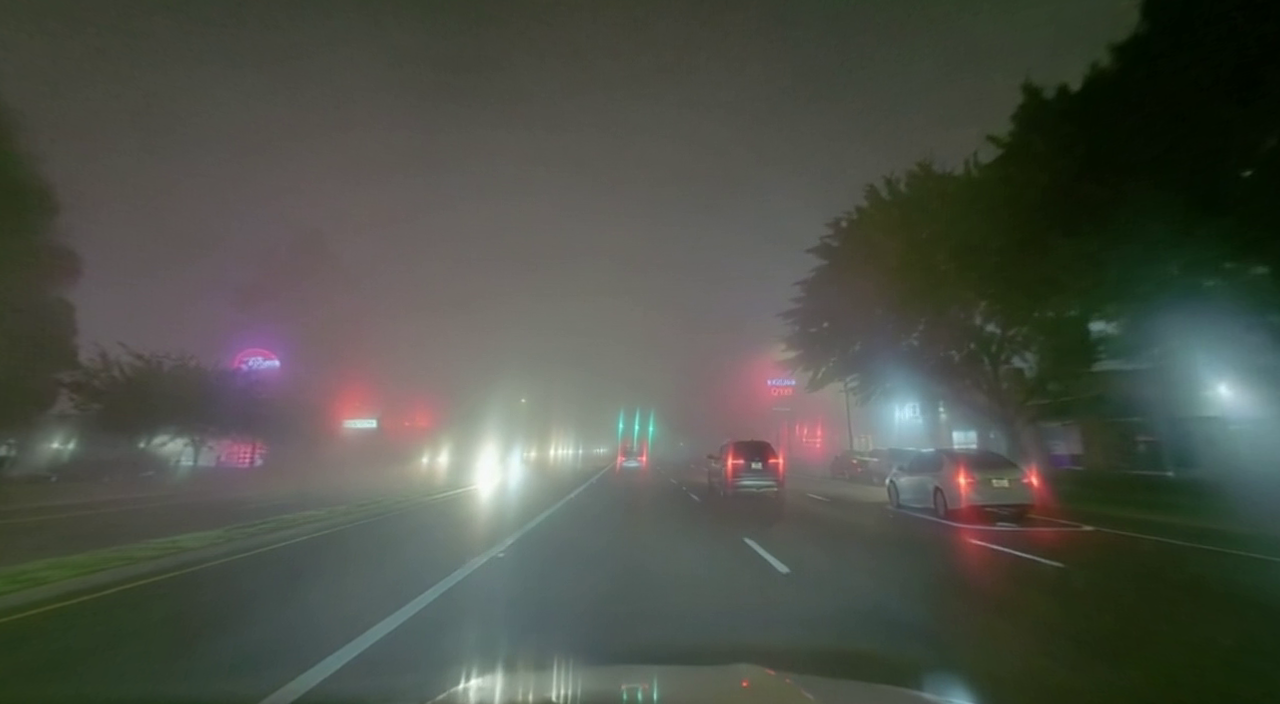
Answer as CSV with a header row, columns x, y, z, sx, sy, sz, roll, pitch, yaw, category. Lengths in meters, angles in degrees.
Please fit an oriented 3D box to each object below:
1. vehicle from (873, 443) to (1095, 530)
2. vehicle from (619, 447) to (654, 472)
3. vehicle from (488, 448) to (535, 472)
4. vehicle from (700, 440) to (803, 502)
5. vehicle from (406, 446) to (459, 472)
x,y,z,sx,sy,sz,roll,pitch,yaw,category
6.685,2.632,13.033,1.952,1.449,4.544,0,-9,-1,vehicle
-0.200,6.667,39.519,2.052,1.461,4.324,0,-9,0,vehicle
-8.377,7.048,41.546,2.050,1.499,4.816,0,-9,1,vehicle
3.052,3.377,18.420,2.072,1.545,4.578,0,-9,-1,vehicle
-15.473,7.964,47.419,2.060,1.831,5.414,0,-9,1,vehicle
